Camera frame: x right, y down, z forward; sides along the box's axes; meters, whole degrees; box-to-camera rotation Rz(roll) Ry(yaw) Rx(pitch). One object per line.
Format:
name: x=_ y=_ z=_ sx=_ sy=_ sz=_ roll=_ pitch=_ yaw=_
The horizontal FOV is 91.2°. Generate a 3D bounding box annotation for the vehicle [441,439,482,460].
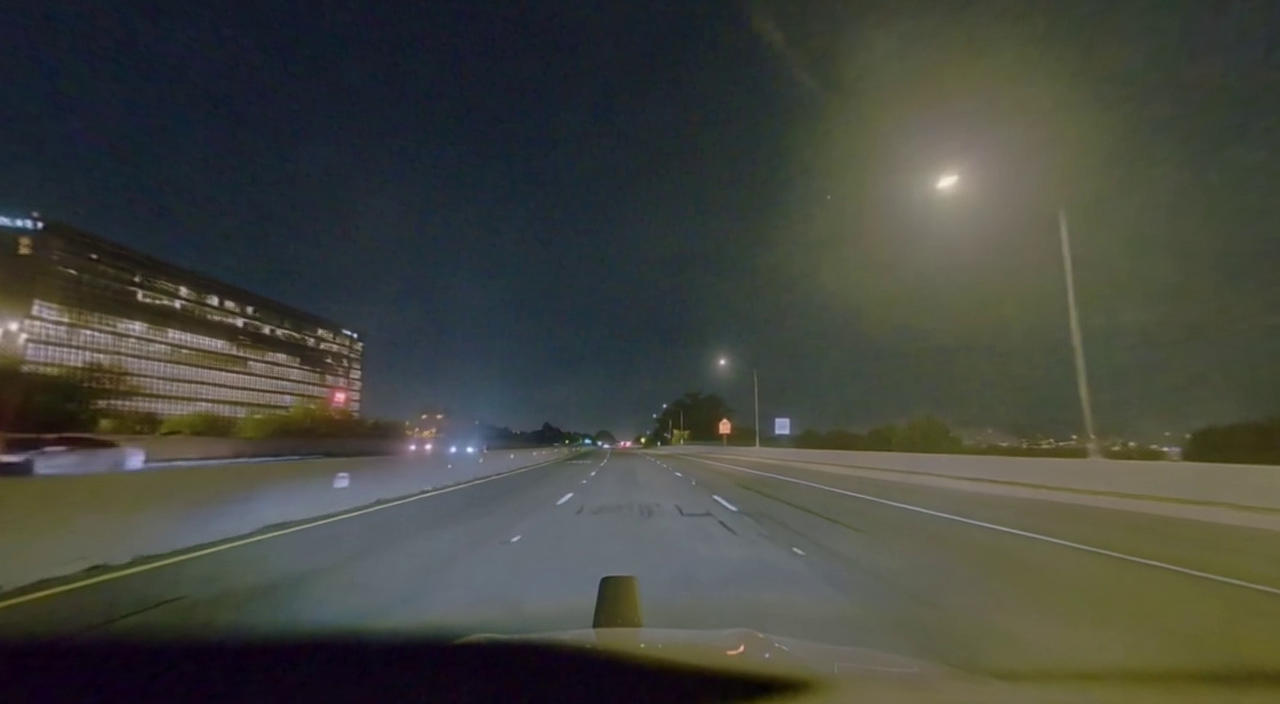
vehicle: x=-13.460 y=7.431 z=47.600 sx=1.863 sy=1.521 sz=4.277 roll=0 pitch=-9 yaw=0

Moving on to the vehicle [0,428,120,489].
vehicle: x=-16.812 y=2.831 z=16.723 sx=1.933 sy=1.510 sz=4.591 roll=0 pitch=-9 yaw=-1

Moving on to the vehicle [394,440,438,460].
vehicle: x=-17.543 y=7.711 z=49.261 sx=1.893 sy=1.503 sz=4.324 roll=0 pitch=-9 yaw=-1
